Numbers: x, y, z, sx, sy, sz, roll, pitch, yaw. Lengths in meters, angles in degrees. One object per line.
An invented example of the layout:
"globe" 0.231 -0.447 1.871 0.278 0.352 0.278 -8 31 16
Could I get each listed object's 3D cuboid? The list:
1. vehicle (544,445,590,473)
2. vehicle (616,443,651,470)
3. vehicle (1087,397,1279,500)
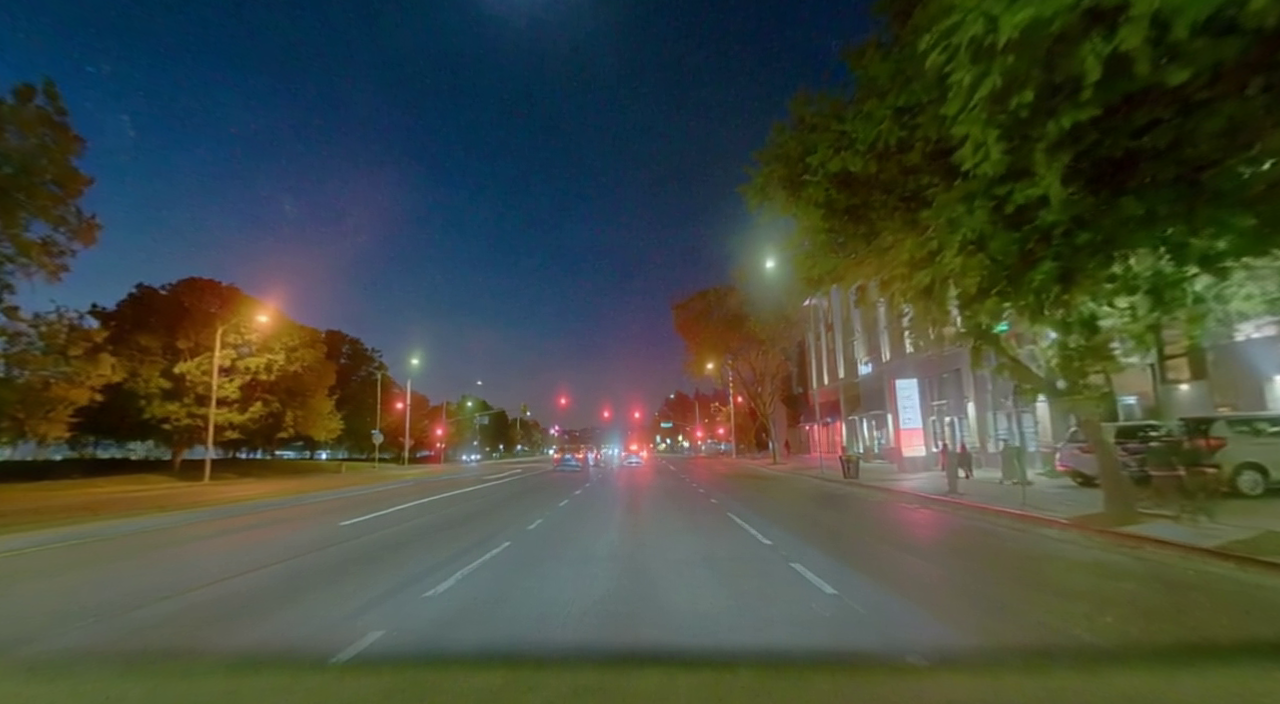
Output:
"vehicle" -3.998 5.937 35.279 2.020 1.457 4.496 0 -9 1
"vehicle" -0.377 6.409 38.971 2.042 1.555 3.912 0 -9 0
"vehicle" 13.467 2.023 13.322 6.063 1.949 2.531 0 -9 2
